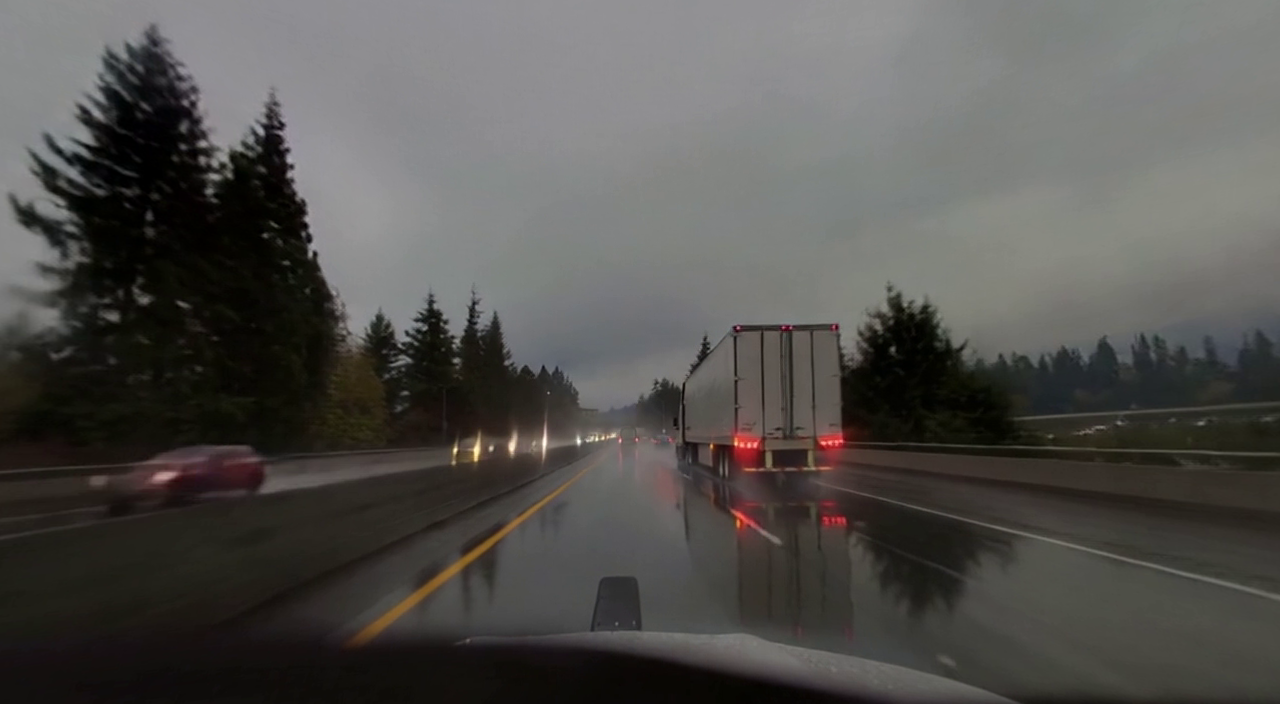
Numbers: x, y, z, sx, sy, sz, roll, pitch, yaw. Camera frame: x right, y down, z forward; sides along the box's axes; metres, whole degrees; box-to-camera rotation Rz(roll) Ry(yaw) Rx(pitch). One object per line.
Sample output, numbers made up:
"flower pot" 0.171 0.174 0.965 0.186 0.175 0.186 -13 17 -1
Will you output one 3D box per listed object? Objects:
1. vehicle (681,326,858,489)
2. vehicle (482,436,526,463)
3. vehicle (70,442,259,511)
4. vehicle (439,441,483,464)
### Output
"vehicle" 3.579 2.256 22.292 3.038 3.975 13.887 0 -8 -1
"vehicle" -8.346 6.027 39.016 1.930 1.542 3.943 1 -7 -1
"vehicle" -12.863 3.341 17.478 1.929 1.605 4.299 0 -8 -1
"vehicle" -12.696 7.120 44.915 1.848 1.532 4.400 0 -8 0
